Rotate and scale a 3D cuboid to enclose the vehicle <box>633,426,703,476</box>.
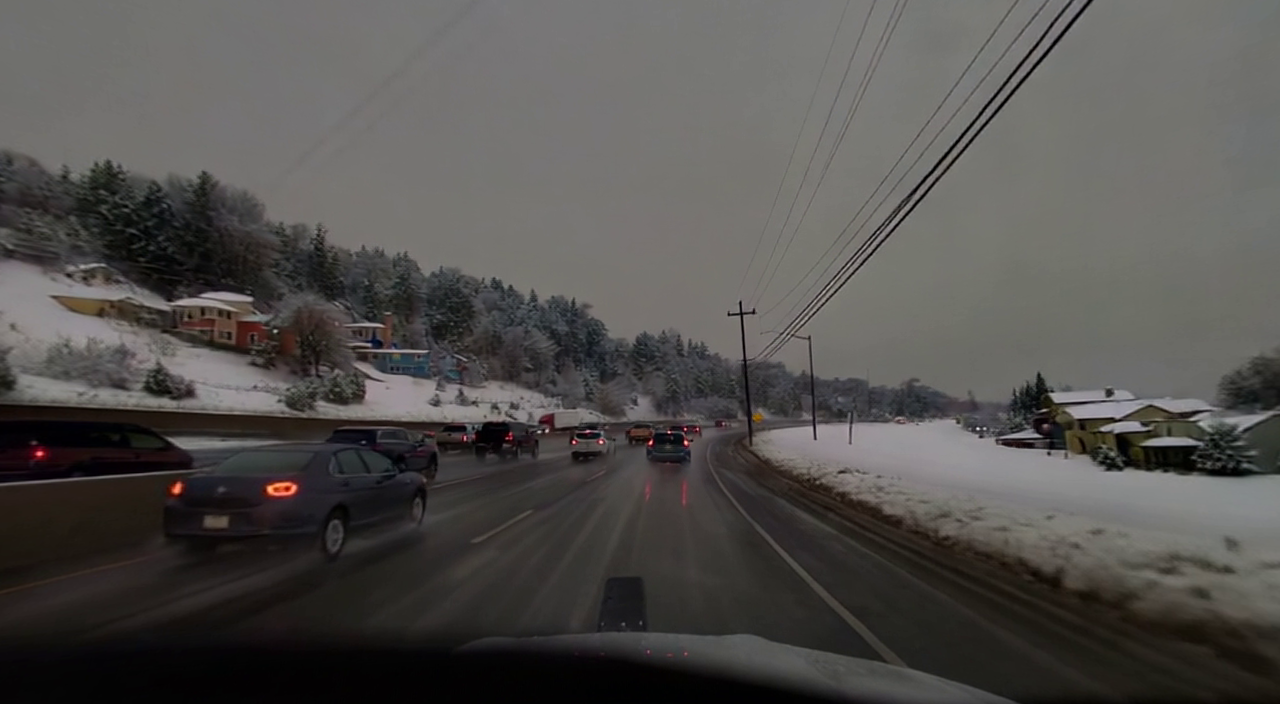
[{"bbox_3d":[0.989,3.307,21.236,2.109,1.495,3.935,-1,-8,4],"label":"vehicle"}]

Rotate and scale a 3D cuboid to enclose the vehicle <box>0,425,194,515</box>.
[{"bbox_3d":[-12.410,2.443,13.467,1.986,1.622,4.548,-1,-8,9],"label":"vehicle"}]

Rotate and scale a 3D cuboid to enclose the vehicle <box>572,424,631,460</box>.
[{"bbox_3d":[-1.849,4.531,31.700,2.121,1.639,4.383,-1,-8,8],"label":"vehicle"}]

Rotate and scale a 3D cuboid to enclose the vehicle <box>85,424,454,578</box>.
[{"bbox_3d":[-4.336,1.804,8.589,1.956,1.478,4.789,-1,-8,3],"label":"vehicle"}]

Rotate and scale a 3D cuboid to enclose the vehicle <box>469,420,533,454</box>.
[{"bbox_3d":[-8.127,5.066,37.351,2.080,1.833,4.461,-2,-9,11],"label":"vehicle"}]
